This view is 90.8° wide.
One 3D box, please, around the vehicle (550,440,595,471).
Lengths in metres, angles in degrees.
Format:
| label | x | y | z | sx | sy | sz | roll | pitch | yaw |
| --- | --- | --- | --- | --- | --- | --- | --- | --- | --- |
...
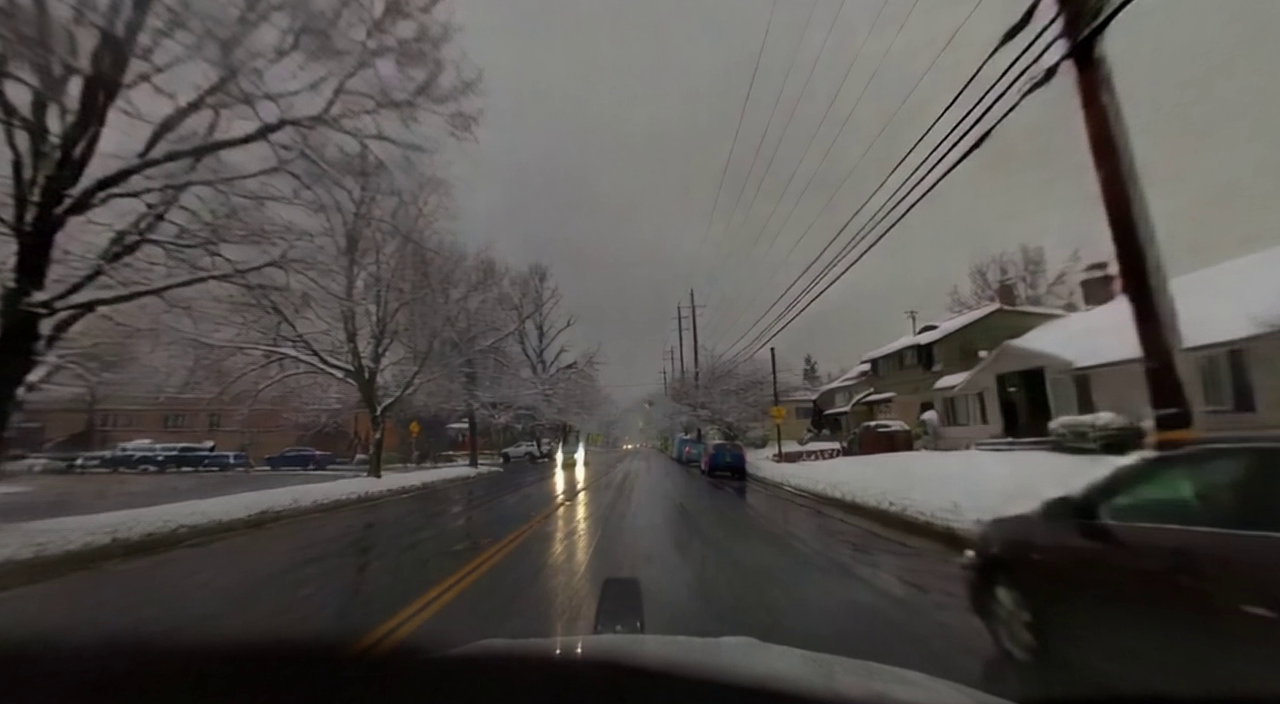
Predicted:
| label | x | y | z | sx | sy | sz | roll | pitch | yaw |
| --- | --- | --- | --- | --- | --- | --- | --- | --- | --- |
| vehicle | -3.543 | 5.468 | 33.609 | 1.839 | 1.520 | 3.656 | -1 | -8 | 2 |

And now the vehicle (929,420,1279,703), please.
| label | x | y | z | sx | sy | sz | roll | pitch | yaw |
| --- | --- | --- | --- | --- | --- | --- | --- | --- | --- |
| vehicle | 3.192 | 0.982 | 2.377 | 1.990 | 1.435 | 4.526 | 0 | -8 | -1 |

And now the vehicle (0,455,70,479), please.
| label | x | y | z | sx | sy | sz | roll | pitch | yaw |
| --- | --- | --- | --- | --- | --- | --- | --- | --- | --- |
| vehicle | -41.082 | 7.670 | 42.185 | 4.019 | 1.503 | 1.979 | 0 | -8 | 0 |

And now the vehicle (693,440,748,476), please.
| label | x | y | z | sx | sy | sz | roll | pitch | yaw |
| --- | --- | --- | --- | --- | --- | --- | --- | --- | --- |
| vehicle | 3.644 | 4.872 | 29.319 | 1.915 | 1.491 | 4.642 | 0 | -8 | 0 |
